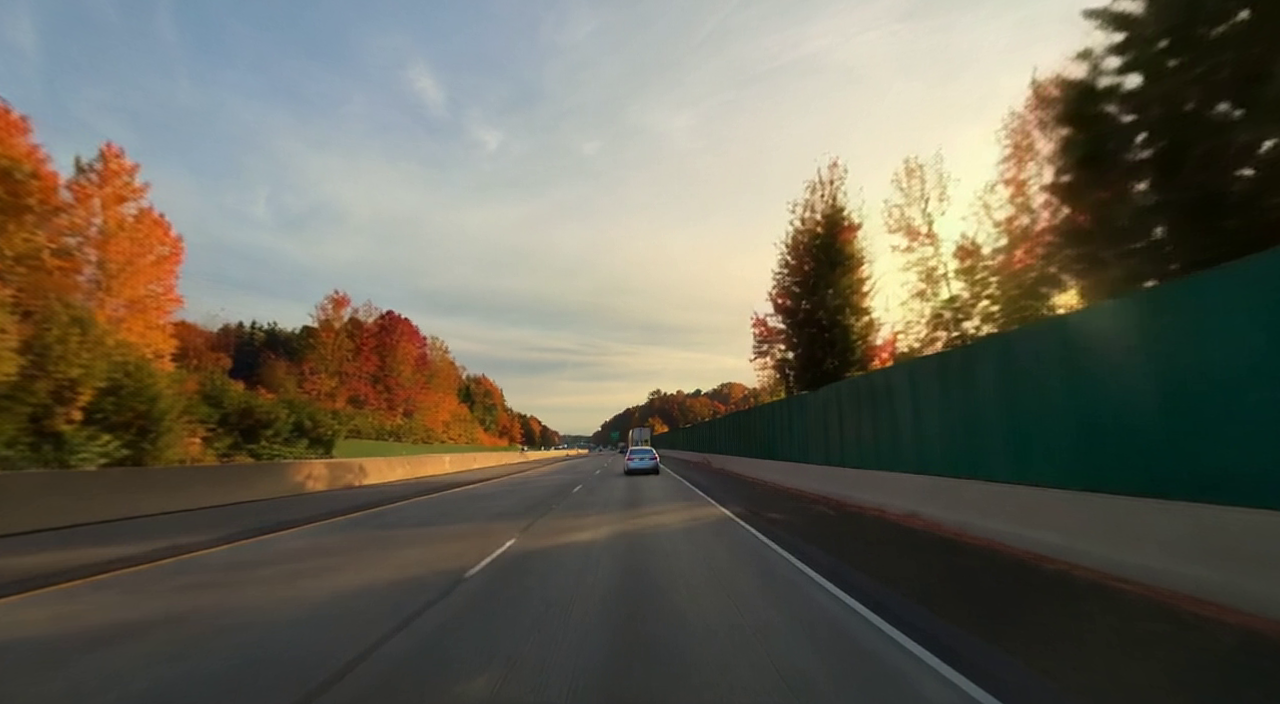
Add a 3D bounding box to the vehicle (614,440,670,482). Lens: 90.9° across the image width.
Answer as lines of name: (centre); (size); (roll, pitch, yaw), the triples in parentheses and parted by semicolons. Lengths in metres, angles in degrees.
vehicle: (0.029, 4.316, 25.293); (2.057, 1.516, 4.065); (0, -8, -1)
